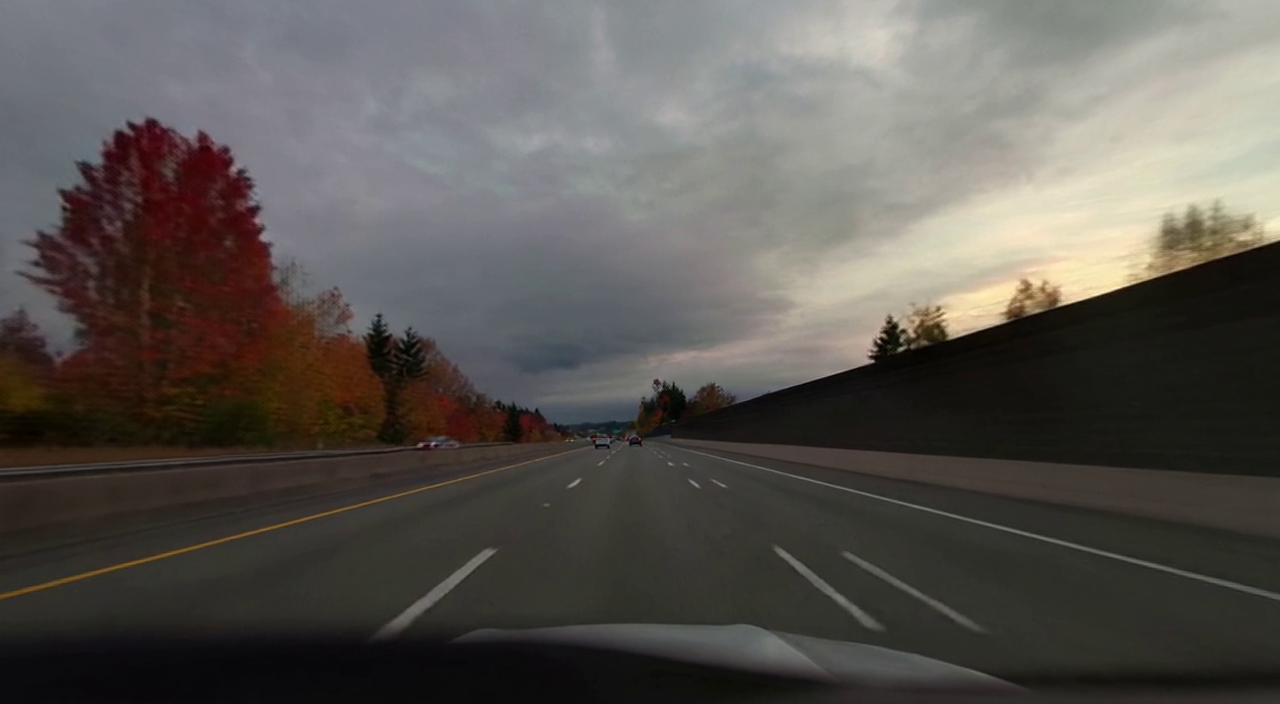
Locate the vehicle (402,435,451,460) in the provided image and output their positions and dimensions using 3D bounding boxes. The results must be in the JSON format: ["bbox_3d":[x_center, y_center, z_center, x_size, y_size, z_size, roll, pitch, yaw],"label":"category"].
[{"bbox_3d":[-16.571,7.408,49.100,1.997,1.795,5.328,0,-8,0],"label":"vehicle"}]
